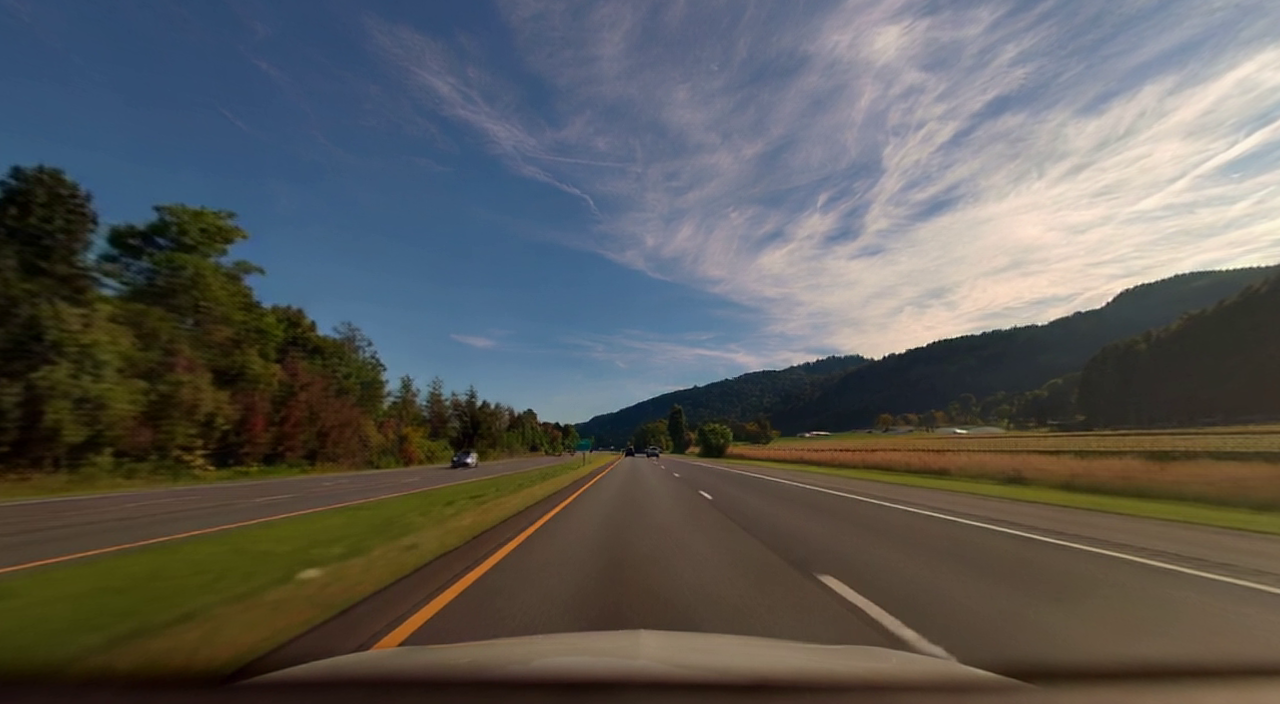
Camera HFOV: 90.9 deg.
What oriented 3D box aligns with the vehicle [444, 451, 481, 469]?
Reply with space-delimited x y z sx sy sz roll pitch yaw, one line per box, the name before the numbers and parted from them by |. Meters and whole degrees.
vehicle | -12.847 7.808 45.797 1.644 1.235 3.646 0 -9 0
